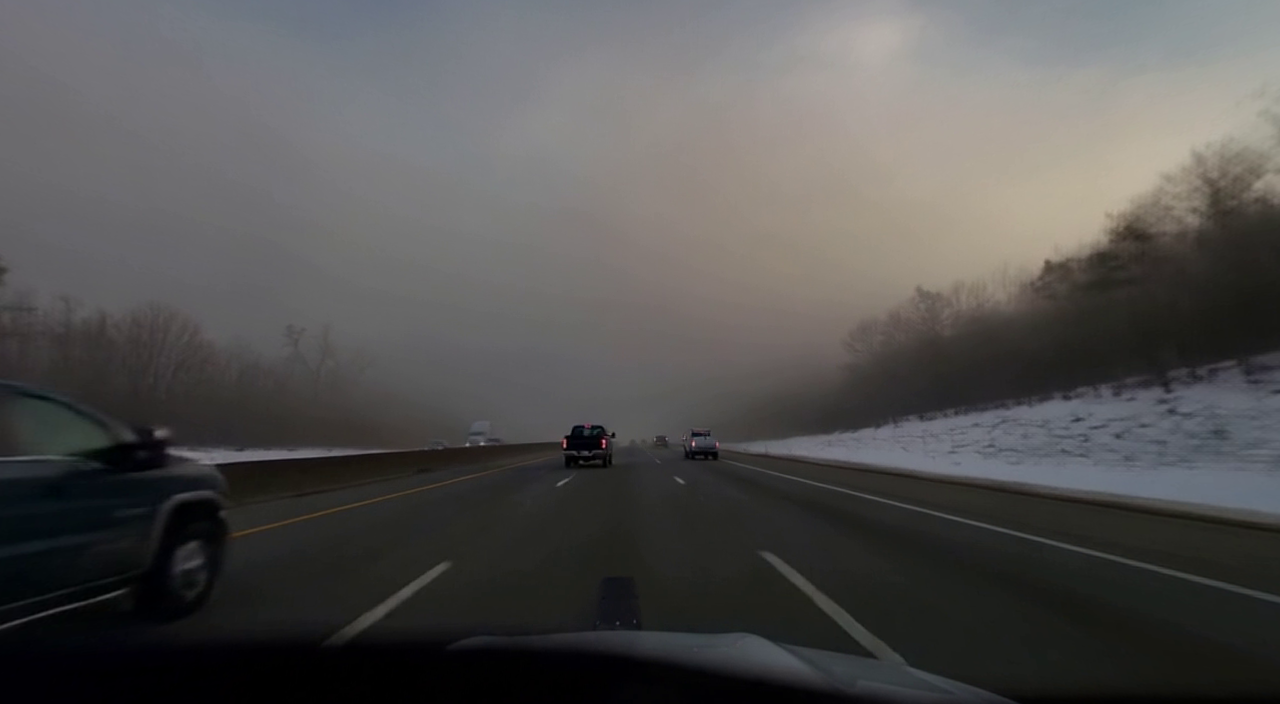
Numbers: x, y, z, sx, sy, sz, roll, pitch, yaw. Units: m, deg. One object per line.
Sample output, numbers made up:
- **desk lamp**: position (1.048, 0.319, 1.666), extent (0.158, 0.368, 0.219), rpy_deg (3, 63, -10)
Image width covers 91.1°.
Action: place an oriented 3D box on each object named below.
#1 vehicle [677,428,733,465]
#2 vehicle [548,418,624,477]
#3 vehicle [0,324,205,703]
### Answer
- **vehicle**: position (3.119, 4.642, 31.170), extent (2.124, 1.696, 4.173), rpy_deg (0, -8, -3)
- **vehicle**: position (-1.718, 3.239, 21.605), extent (2.185, 1.772, 4.656), rpy_deg (0, -8, 0)
- **vehicle**: position (-3.745, 0.583, 1.689), extent (1.997, 1.663, 4.451), rpy_deg (0, -8, -1)
